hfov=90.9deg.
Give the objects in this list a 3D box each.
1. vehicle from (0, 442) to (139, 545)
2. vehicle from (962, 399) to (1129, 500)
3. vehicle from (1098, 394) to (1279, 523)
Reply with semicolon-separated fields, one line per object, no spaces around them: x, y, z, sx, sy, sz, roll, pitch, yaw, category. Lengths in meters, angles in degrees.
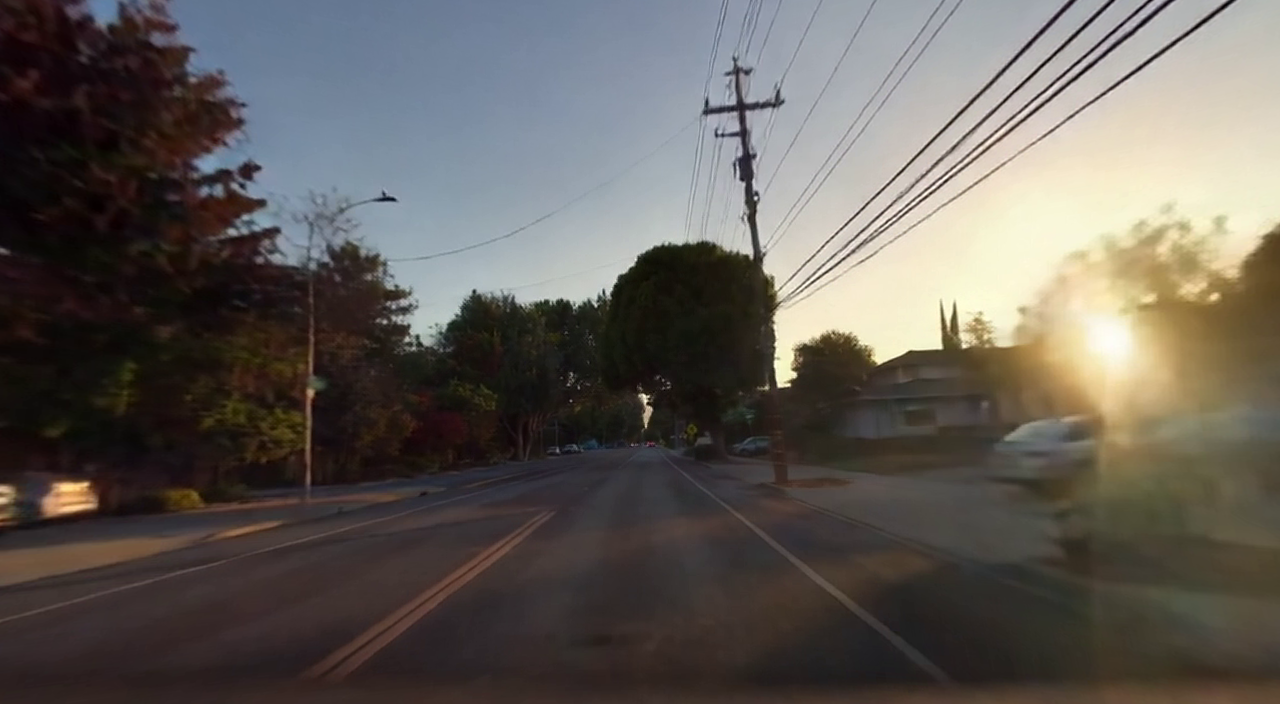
-13.105;2.759;12.508;2.053;1.906;4.889;0;-9;3;vehicle
9.541;2.225;14.639;2.087;1.903;5.134;-8;-11;44;vehicle
10.351;1.559;9.901;4.626;1.731;2.007;-3;-8;-1;vehicle
